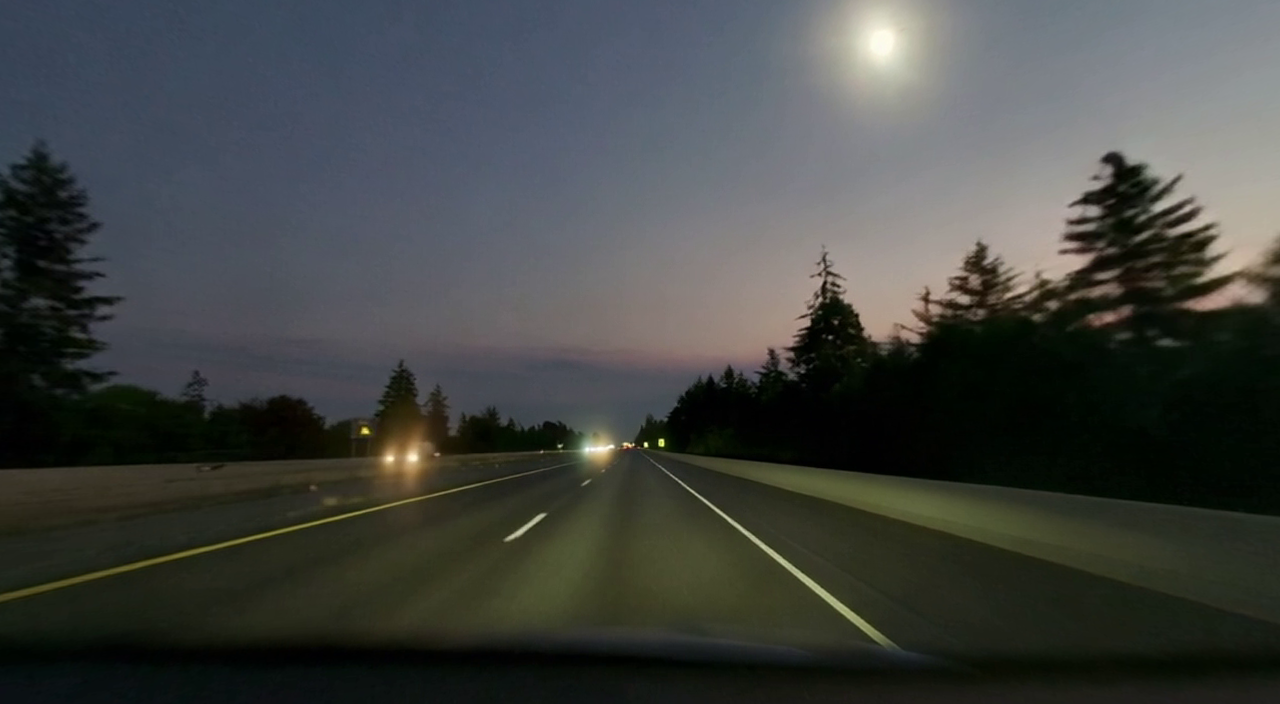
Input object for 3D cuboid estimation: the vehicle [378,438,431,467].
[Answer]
[{"bbox_3d":[-17.286,7.409,46.621,2.067,1.980,4.741,0,-9,0],"label":"vehicle"}]
